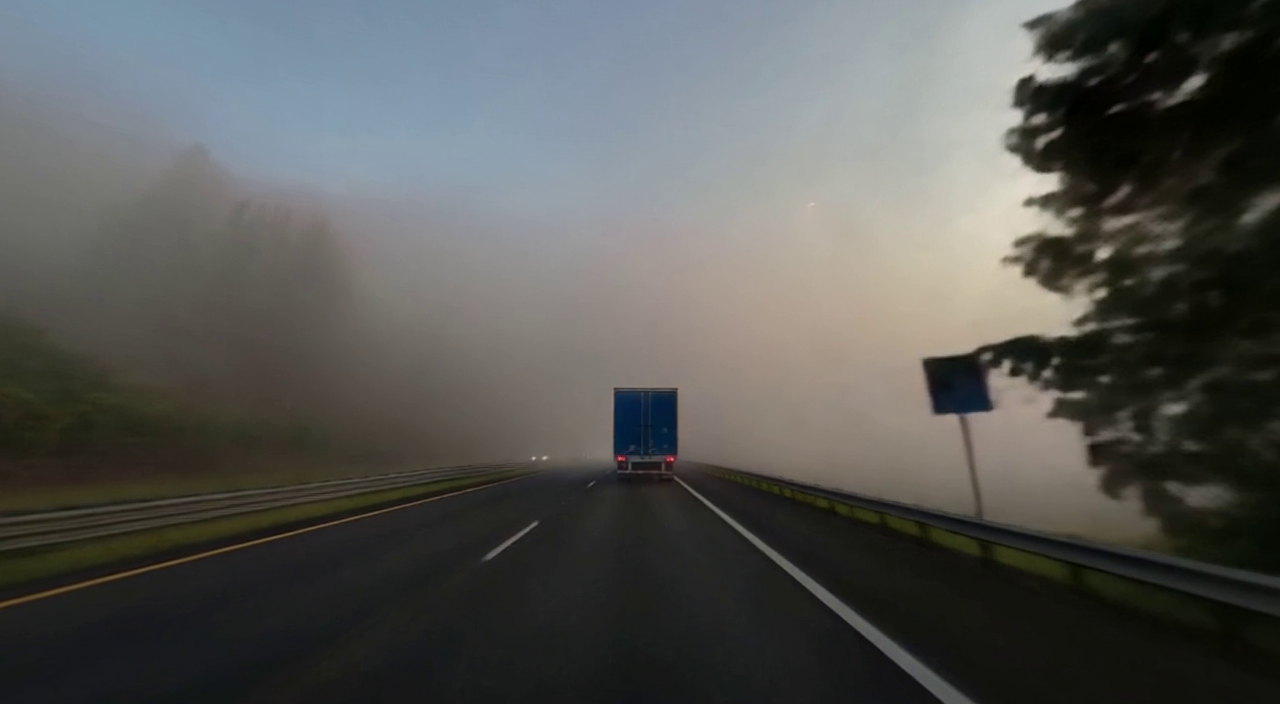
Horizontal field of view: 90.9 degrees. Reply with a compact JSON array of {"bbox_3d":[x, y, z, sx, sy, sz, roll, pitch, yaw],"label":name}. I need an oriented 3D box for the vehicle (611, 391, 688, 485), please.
[{"bbox_3d":[0.236,3.903,28.155,2.913,3.530,8.648,0,-9,-2],"label":"vehicle"}]
